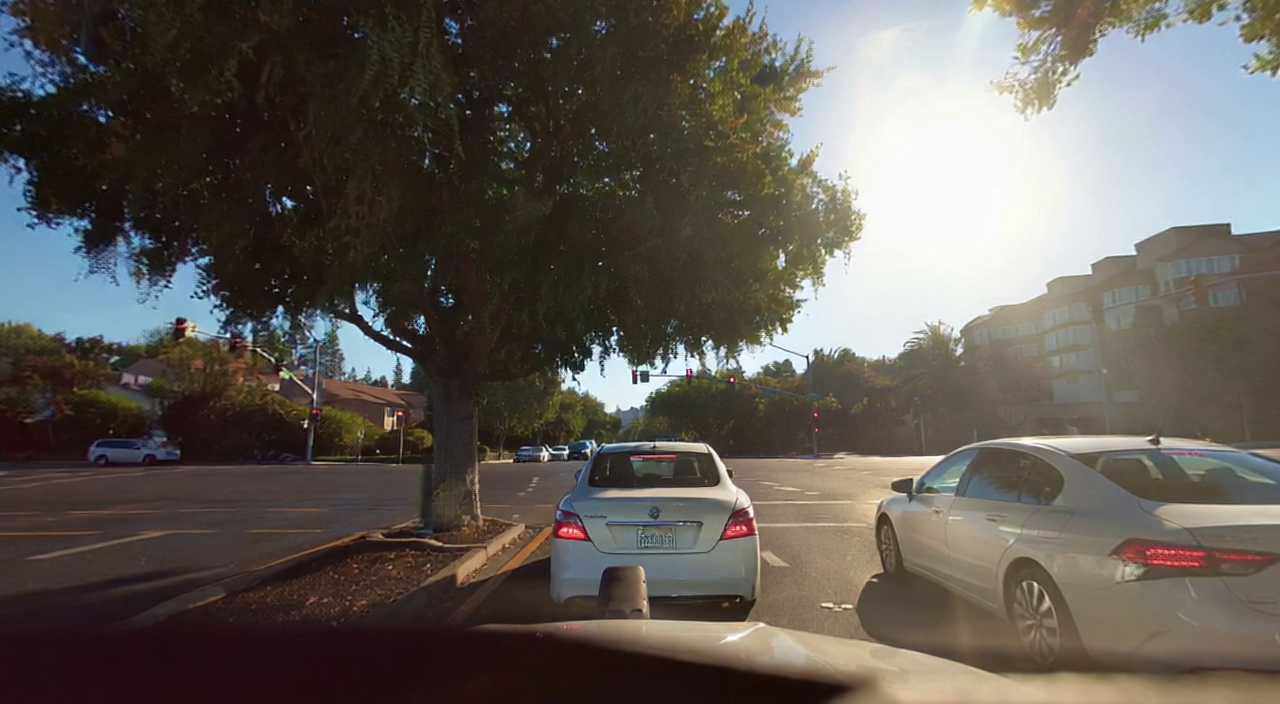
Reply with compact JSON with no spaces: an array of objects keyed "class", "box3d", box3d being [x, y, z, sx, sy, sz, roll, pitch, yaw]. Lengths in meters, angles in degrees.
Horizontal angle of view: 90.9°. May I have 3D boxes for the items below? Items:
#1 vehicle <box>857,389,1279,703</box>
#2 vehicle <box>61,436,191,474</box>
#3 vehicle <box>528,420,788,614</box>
[{"class":"vehicle","box3d":[3.166,1.125,3.895,1.931,1.493,4.555,0,-8,-1]},{"class":"vehicle","box3d":[-24.331,4.877,29.978,4.450,1.684,1.894,0,-8,0]},{"class":"vehicle","box3d":[0.096,1.564,6.881,2.017,1.485,3.813,0,-8,-1]}]
